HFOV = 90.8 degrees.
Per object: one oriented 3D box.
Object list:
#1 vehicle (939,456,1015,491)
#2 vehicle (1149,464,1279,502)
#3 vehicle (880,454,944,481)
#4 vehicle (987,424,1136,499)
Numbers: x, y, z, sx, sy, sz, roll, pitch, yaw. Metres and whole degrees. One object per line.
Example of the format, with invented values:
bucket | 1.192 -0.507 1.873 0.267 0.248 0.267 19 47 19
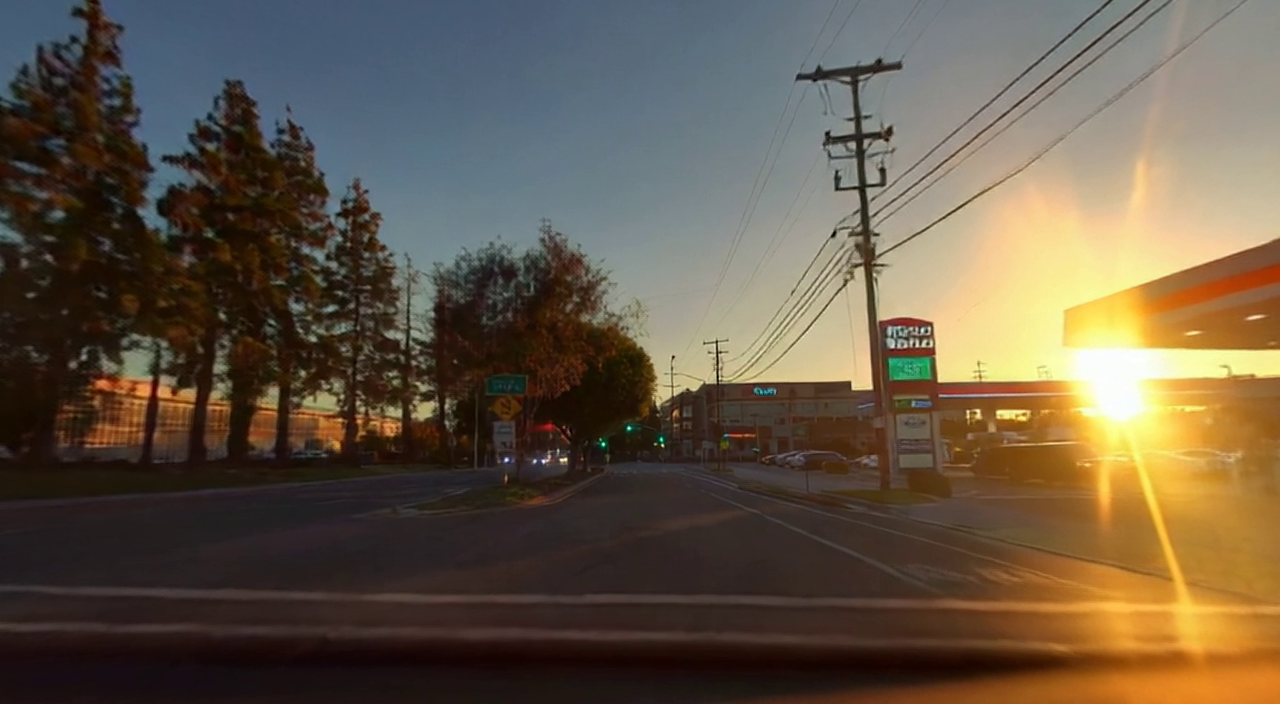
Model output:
vehicle | 18.581 6.674 35.073 2.041 1.674 4.301 2 -9 3
vehicle | 25.901 5.881 28.683 2.113 1.461 3.997 0 -9 -1
vehicle | 20.564 8.696 47.656 4.694 1.845 2.086 6 -10 -33
vehicle | 18.357 4.769 28.040 2.642 2.930 5.826 0 -9 2
